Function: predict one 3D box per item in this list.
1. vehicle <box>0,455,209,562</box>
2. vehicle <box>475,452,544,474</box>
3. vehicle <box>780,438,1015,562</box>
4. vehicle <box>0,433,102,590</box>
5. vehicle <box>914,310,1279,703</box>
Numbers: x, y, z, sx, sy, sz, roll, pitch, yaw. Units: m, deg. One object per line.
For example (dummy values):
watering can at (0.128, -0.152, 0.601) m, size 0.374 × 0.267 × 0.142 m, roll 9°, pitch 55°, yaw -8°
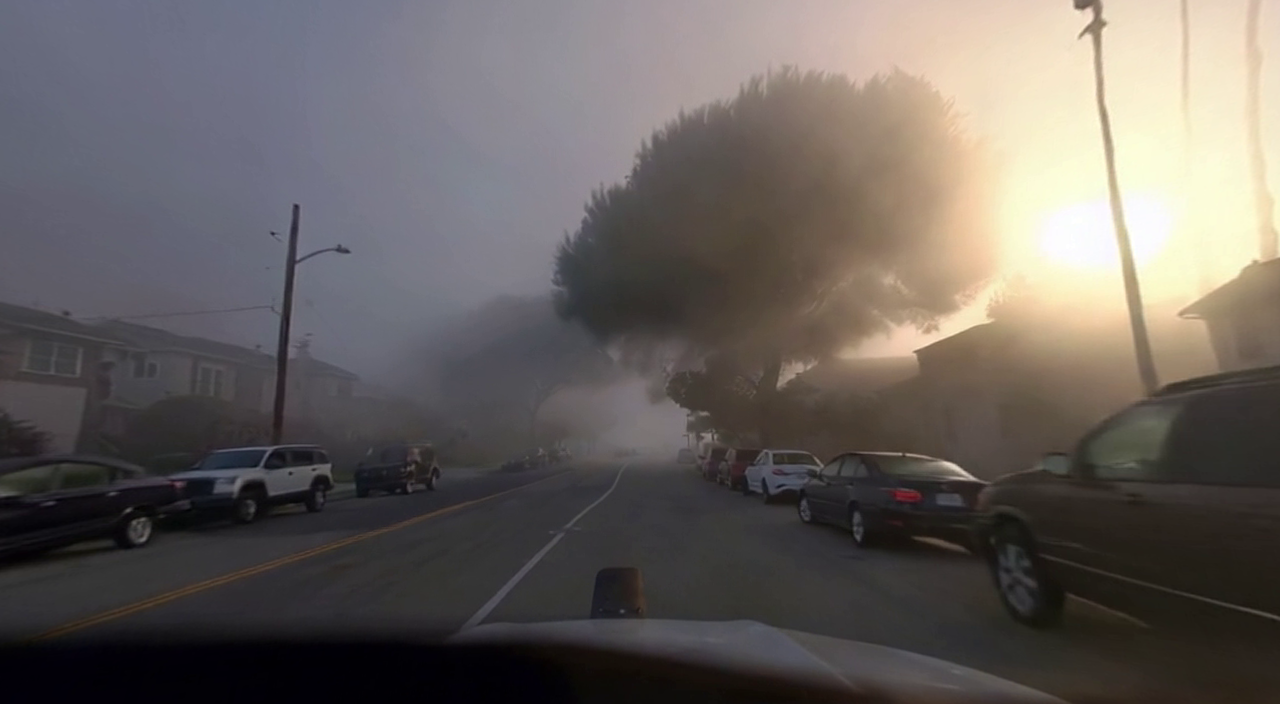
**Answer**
vehicle at (-9.350, 2.382, 9.938) m, size 3.867 × 1.471 × 1.852 m, roll 4°, pitch -9°, yaw -23°
vehicle at (-9.162, 7.752, 44.332) m, size 4.419 × 1.486 × 1.808 m, roll 3°, pitch -9°, yaw -21°
vehicle at (3.652, 2.147, 10.036) m, size 1.819 × 1.487 × 4.537 m, roll 0°, pitch -8°, yaw 0°
vehicle at (-9.093, 1.786, 7.191) m, size 4.009 × 1.712 × 1.895 m, roll 4°, pitch -9°, yaw -25°
vehicle at (3.786, 0.931, 3.624) m, size 2.121 × 1.929 × 4.763 m, roll 1°, pitch -8°, yaw -2°
